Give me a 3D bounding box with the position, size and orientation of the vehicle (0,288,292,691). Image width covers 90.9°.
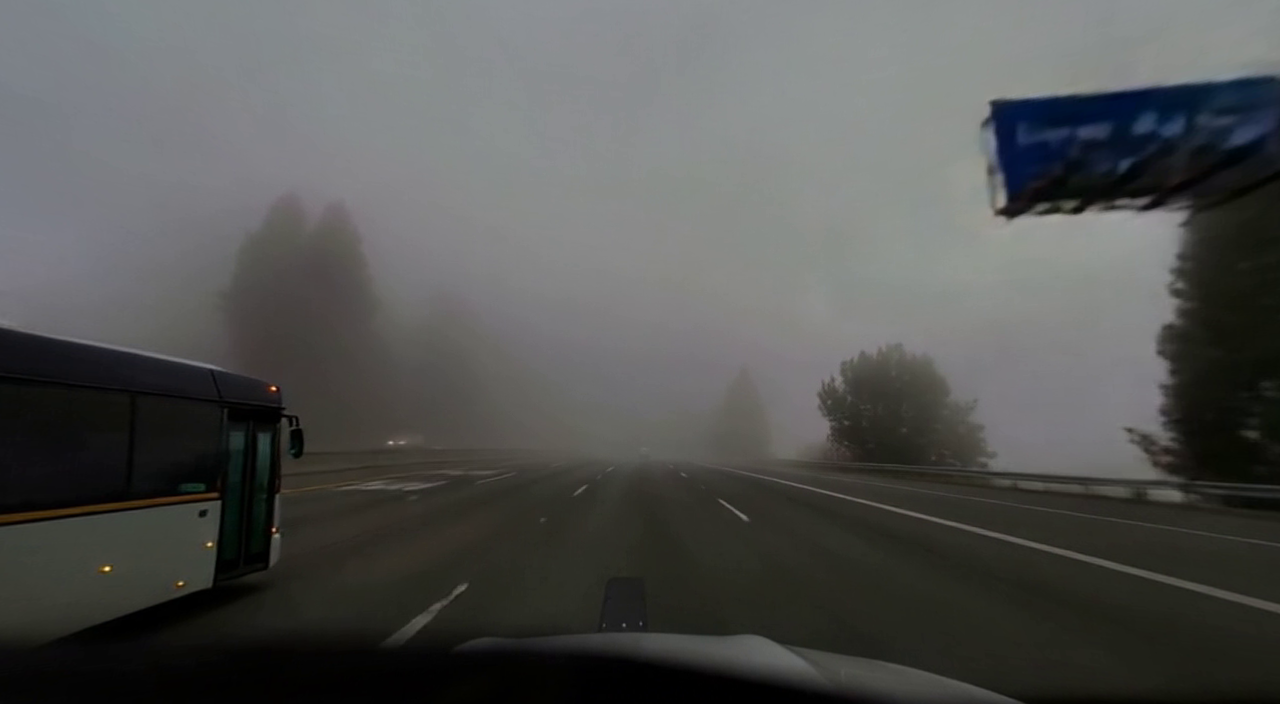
[{"bbox_3d":[-4.253,0.659,2.978,2.127,1.985,5.205,0,-8,1],"label":"vehicle"}]
